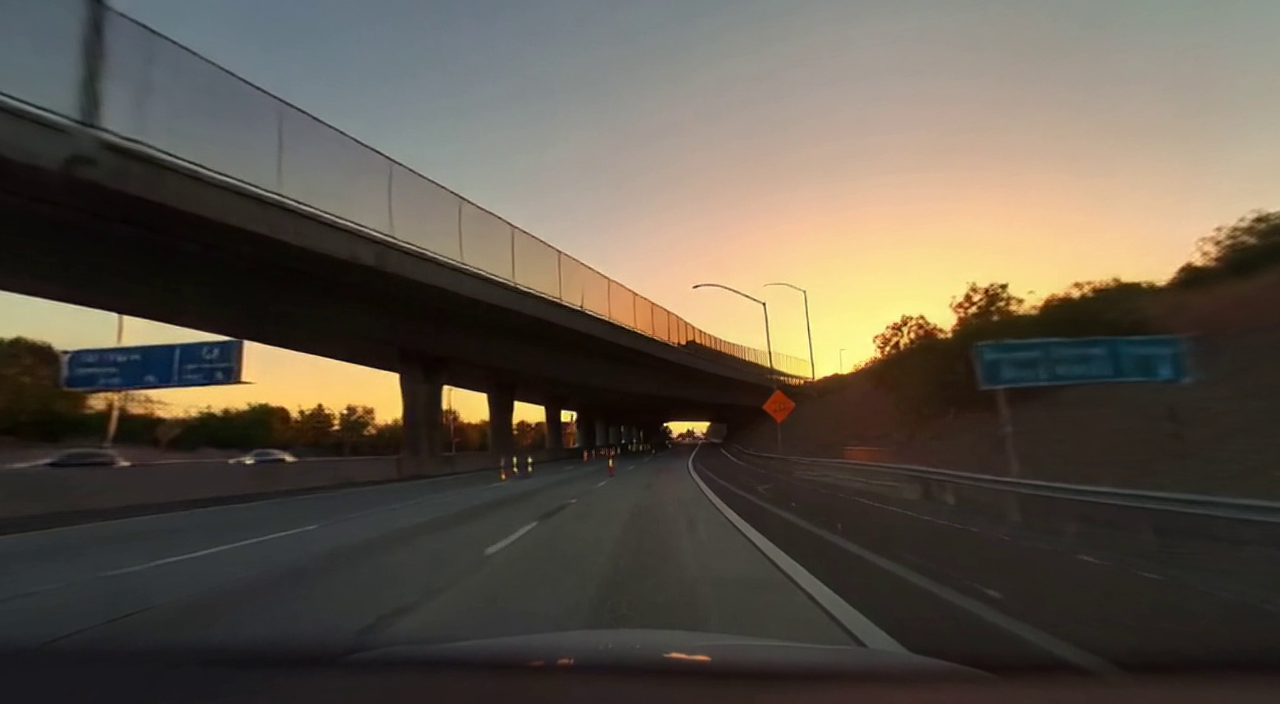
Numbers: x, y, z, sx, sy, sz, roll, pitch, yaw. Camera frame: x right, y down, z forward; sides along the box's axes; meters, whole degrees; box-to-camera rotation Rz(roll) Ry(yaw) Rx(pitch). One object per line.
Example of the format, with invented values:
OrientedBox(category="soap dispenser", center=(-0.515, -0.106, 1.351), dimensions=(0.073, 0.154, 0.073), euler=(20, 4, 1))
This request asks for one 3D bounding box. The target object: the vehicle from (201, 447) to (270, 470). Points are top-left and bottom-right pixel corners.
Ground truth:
OrientedBox(category="vehicle", center=(-29.377, 7.727, 45.845), dimensions=(1.955, 1.558, 4.353), euler=(-1, -9, 3))

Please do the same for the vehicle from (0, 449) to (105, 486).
OrientedBox(category="vehicle", center=(-26.588, 5.021, 27.802), dimensions=(1.886, 1.486, 4.484), euler=(-1, -9, 2))
